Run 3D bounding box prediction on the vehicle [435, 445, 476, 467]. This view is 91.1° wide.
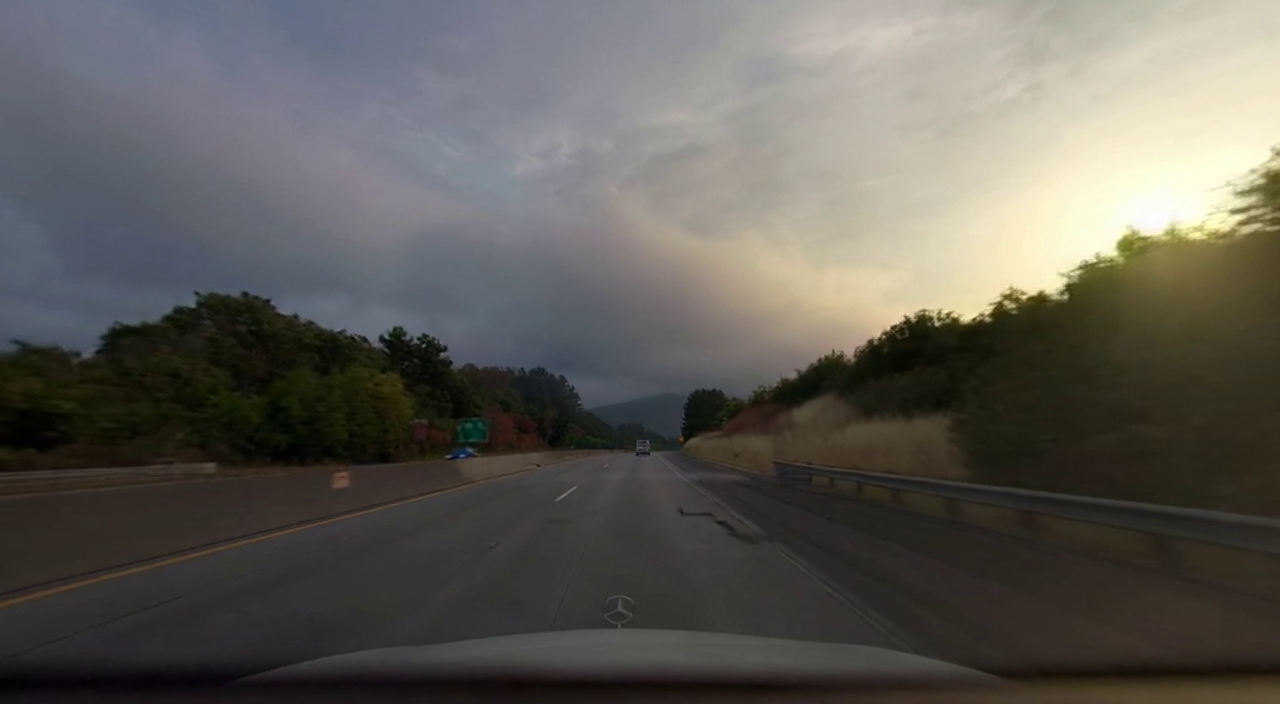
[{"bbox_3d":[-14.482,8.185,49.579,1.918,1.609,4.302,0,-8,1],"label":"vehicle"}]
